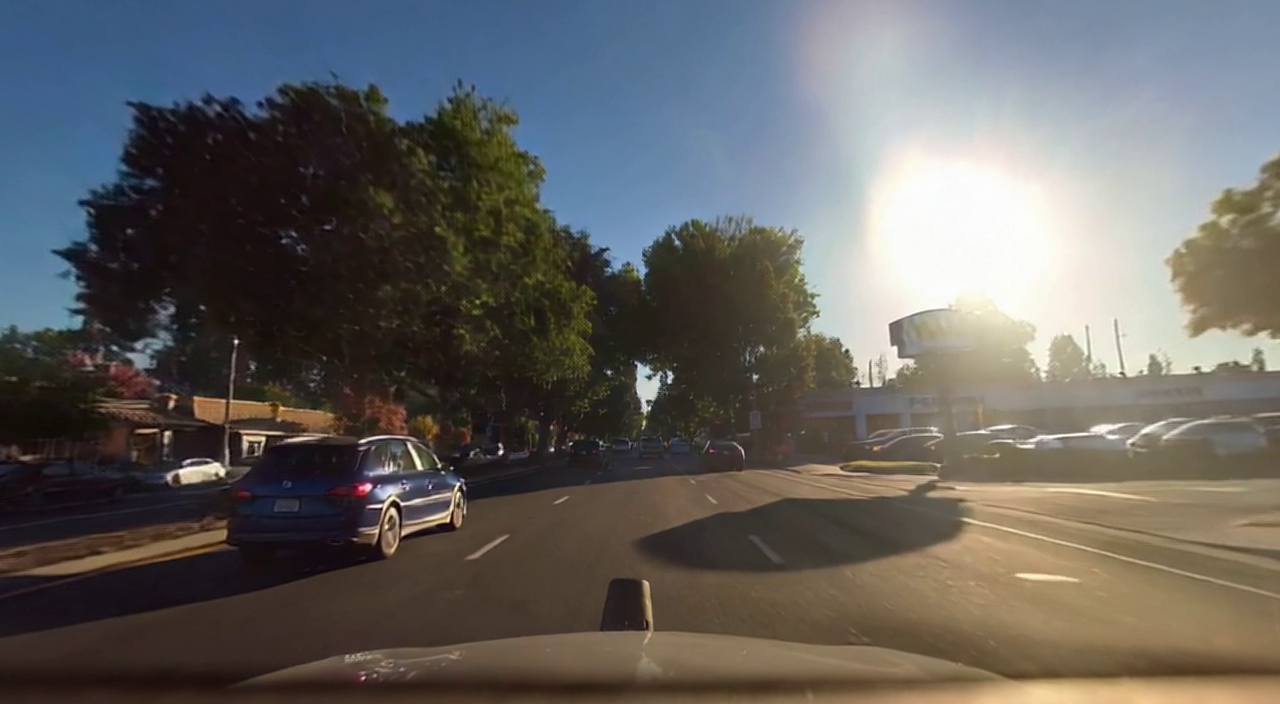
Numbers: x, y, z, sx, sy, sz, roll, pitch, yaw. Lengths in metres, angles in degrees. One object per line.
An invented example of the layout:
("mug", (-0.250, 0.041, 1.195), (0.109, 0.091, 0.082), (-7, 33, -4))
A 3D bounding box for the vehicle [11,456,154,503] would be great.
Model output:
("vehicle", (-22.653, 5.149, 25.876), (1.877, 1.467, 4.406), (-4, -7, 1))

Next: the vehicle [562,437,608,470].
("vehicle", (-2.969, 5.608, 34.894), (2.026, 1.665, 4.193), (0, -9, 2))

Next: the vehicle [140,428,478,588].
("vehicle", (-3.675, 1.793, 8.141), (1.908, 1.481, 4.351), (0, -9, 1))

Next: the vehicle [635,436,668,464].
("vehicle", (0.780, 6.728, 43.341), (2.193, 1.873, 4.033), (0, -9, 1))

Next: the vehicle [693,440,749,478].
("vehicle", (3.540, 4.729, 28.110), (1.922, 1.579, 3.642), (0, -9, -2))
